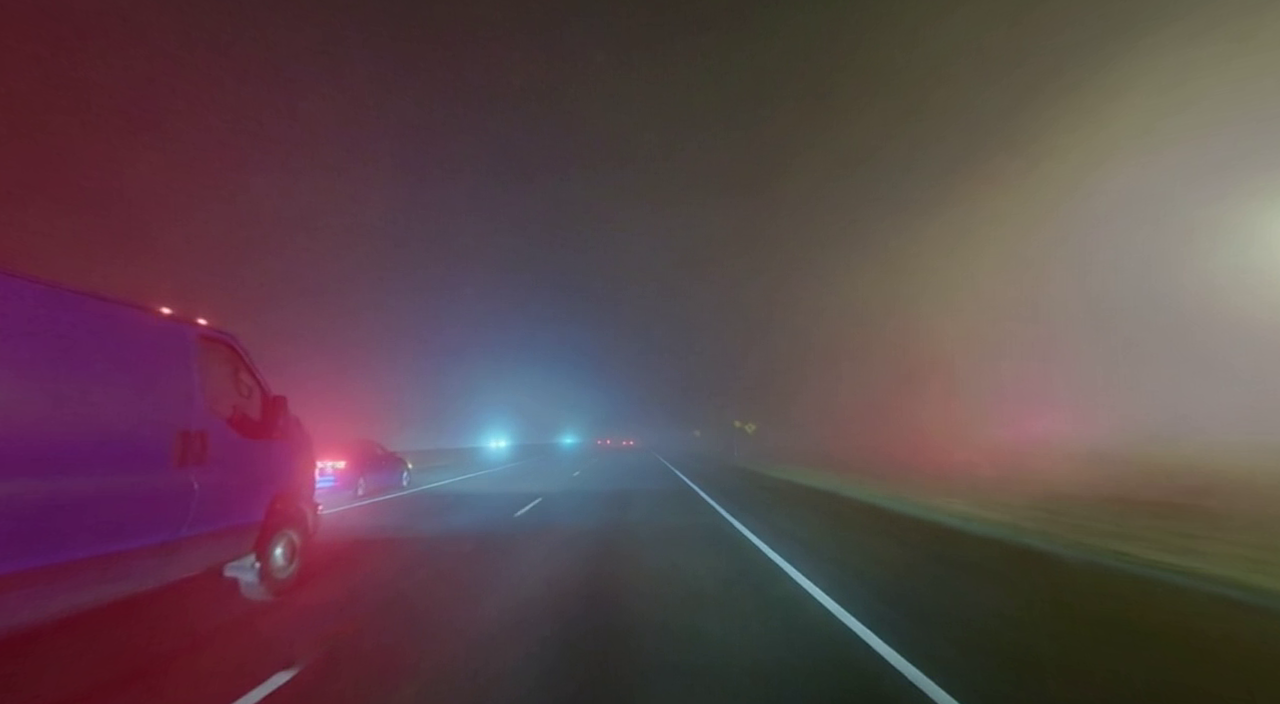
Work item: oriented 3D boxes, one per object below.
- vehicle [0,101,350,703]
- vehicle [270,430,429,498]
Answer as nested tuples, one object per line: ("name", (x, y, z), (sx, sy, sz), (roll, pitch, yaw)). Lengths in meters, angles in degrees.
("vehicle", (-4.134, 0.204, 2.463), (2.428, 2.782, 7.330), (0, -8, 0))
("vehicle", (-7.047, 2.729, 15.841), (1.949, 1.465, 4.318), (0, -8, 0))
